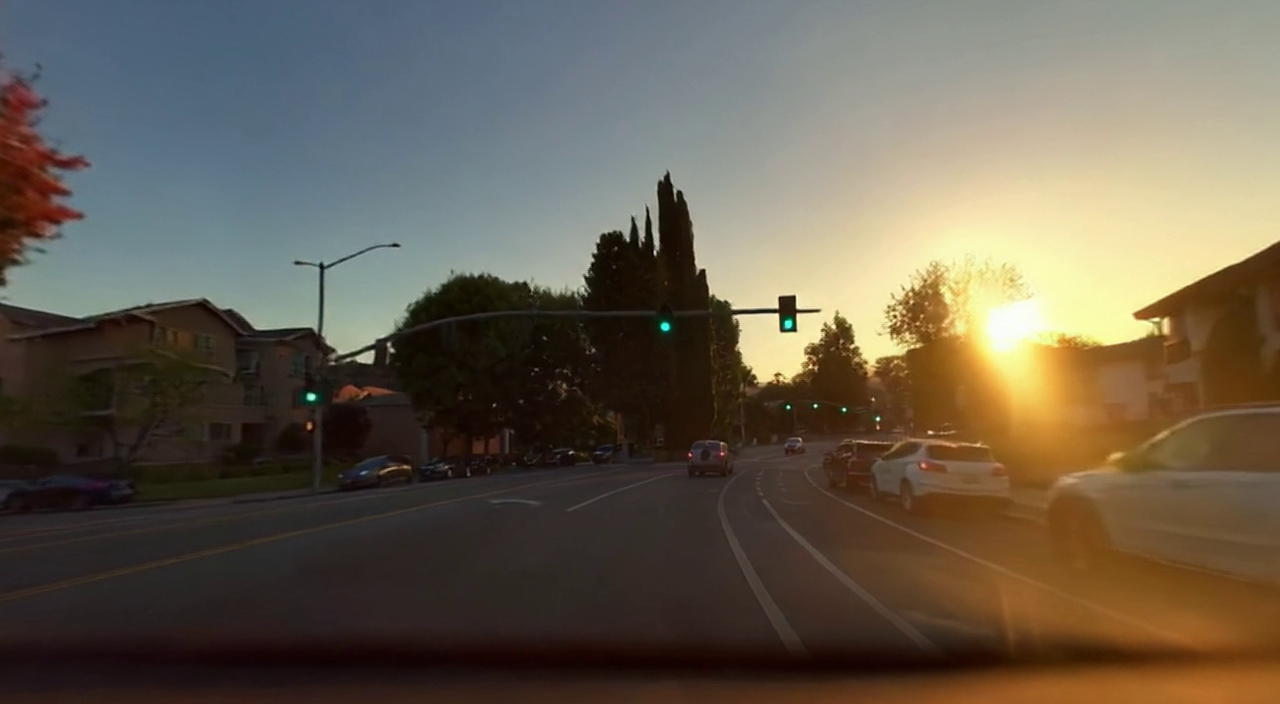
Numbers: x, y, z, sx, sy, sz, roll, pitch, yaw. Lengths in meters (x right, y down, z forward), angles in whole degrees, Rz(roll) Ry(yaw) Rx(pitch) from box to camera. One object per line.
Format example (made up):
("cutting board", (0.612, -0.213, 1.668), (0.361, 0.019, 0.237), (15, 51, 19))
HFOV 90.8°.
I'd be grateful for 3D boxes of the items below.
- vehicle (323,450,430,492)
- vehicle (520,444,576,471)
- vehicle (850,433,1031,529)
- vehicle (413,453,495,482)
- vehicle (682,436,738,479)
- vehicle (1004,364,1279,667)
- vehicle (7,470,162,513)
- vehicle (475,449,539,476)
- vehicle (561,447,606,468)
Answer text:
("vehicle", (-10.719, 4.836, 26.102), (1.918, 1.508, 4.353), (-1, -8, 10))
("vehicle", (-6.226, 7.185, 43.299), (1.977, 1.761, 4.990), (-2, -9, 15))
("vehicle", (5.522, 2.380, 12.353), (1.741, 1.494, 4.587), (-1, -8, 7))
("vehicle", (-9.453, 5.891, 32.551), (1.893, 1.310, 4.719), (-2, -9, 13))
("vehicle", (3.104, 4.512, 27.358), (1.852, 1.680, 4.488), (-2, -9, 13))
("vehicle", (4.914, 1.068, 4.383), (2.128, 1.795, 4.622), (0, -8, 2))
("vehicle", (-20.140, 5.044, 23.015), (4.195, 1.400, 1.726), (-1, -8, 6))
("vehicle", (-7.960, 6.648, 38.291), (1.880, 1.450, 4.627), (-2, -9, 15))
("vehicle", (-4.295, 8.117, 48.781), (1.809, 1.469, 4.485), (-3, -9, 19))
